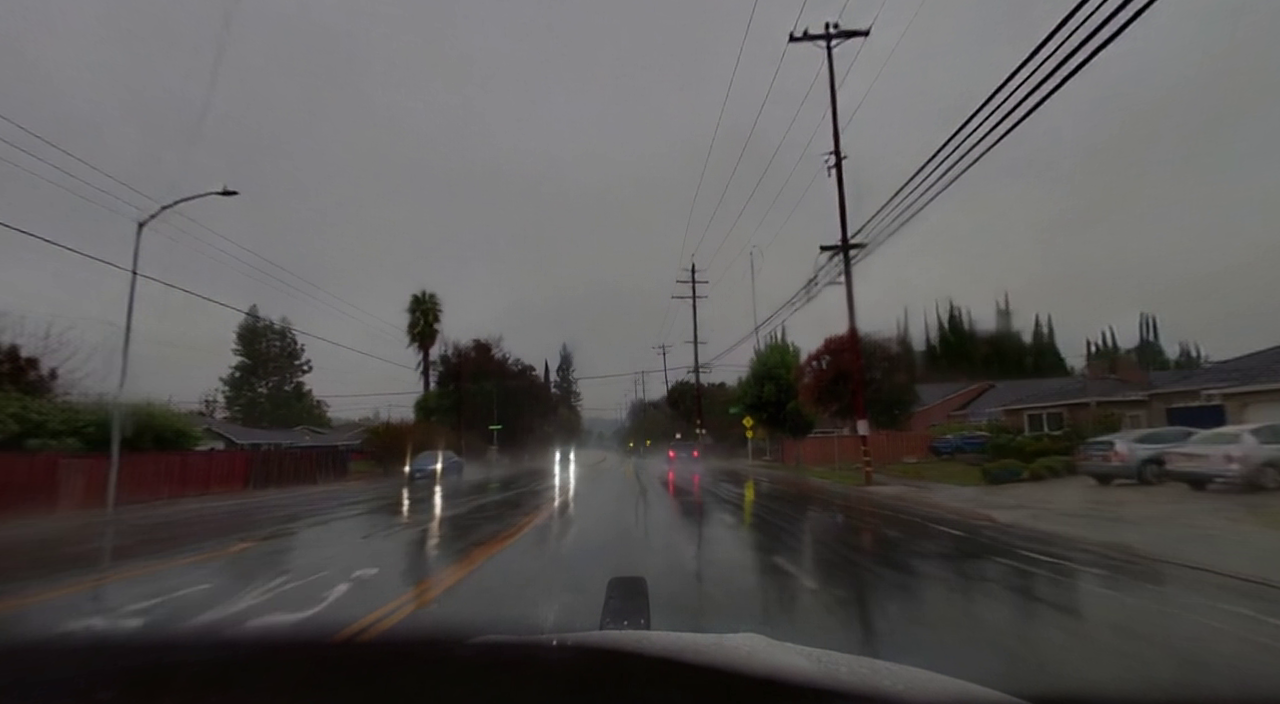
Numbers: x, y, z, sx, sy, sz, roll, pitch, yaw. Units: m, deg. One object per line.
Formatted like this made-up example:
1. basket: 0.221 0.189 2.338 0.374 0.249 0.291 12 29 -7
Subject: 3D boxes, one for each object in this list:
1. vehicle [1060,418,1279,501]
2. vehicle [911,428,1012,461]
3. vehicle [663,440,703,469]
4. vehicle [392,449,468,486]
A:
1. vehicle: 12.192 2.405 14.478 1.970 1.561 4.725 -2 -9 3
2. vehicle: 18.184 5.255 35.685 4.766 1.493 2.076 -9 -11 30
3. vehicle: 2.891 6.998 43.212 2.144 1.843 4.827 0 -9 -3
4. vehicle: -9.858 5.432 29.990 2.050 1.536 4.537 -2 -9 1
